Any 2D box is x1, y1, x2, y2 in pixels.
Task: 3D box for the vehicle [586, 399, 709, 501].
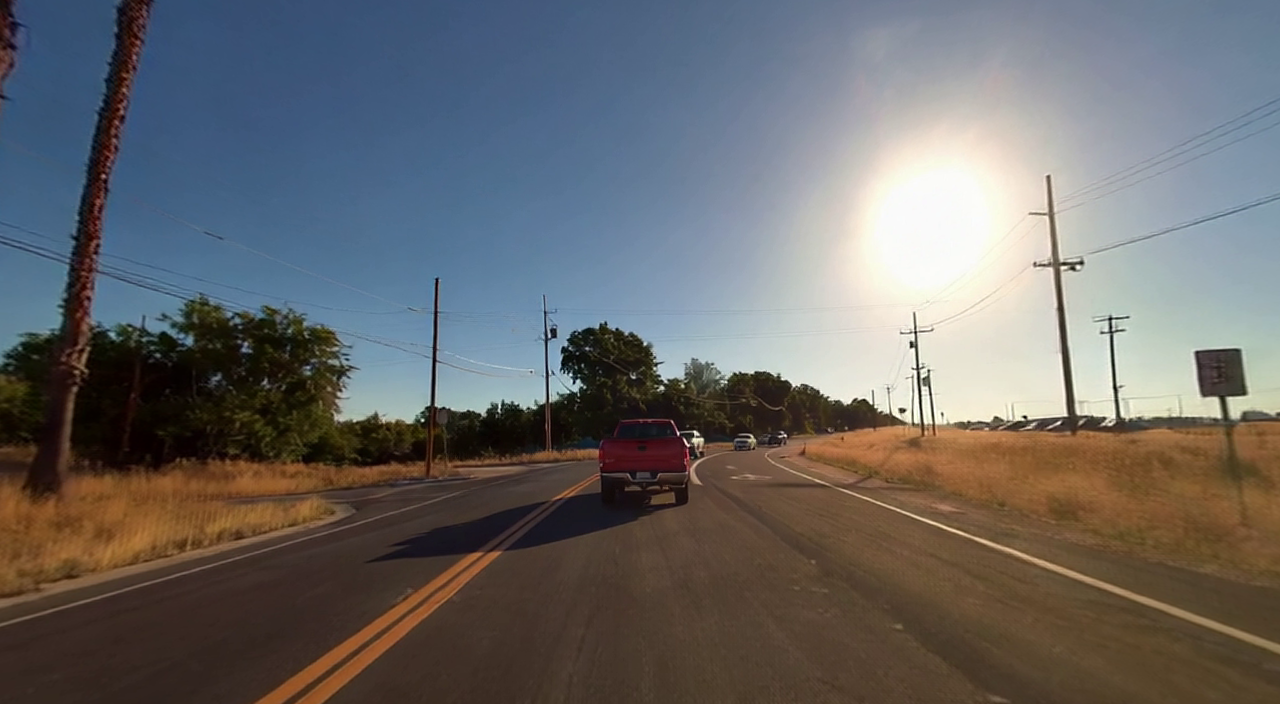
[{"bbox_3d":[0.242,2.599,16.933,2.693,2.223,5.885,0,-8,1],"label":"vehicle"}]
